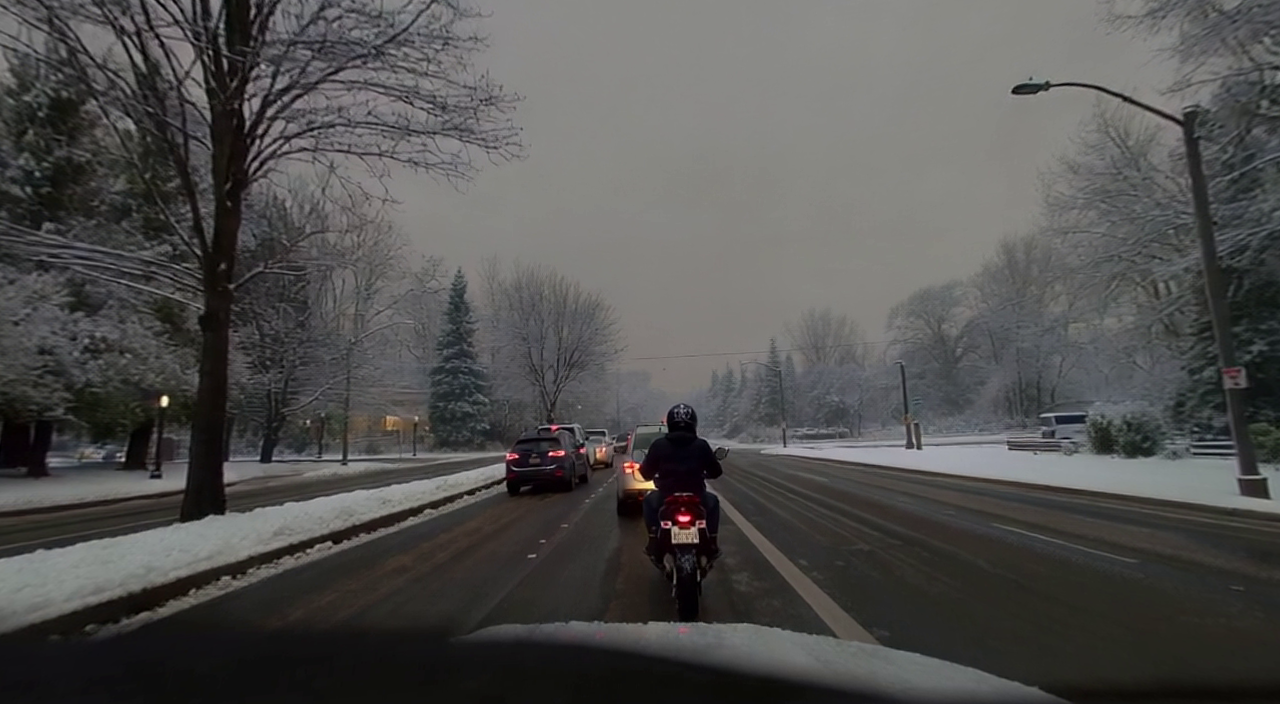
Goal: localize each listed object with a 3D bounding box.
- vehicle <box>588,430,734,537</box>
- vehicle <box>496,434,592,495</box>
[{"bbox_3d":[0.370,2.151,11.061,2.009,1.450,4.608,-1,-8,2],"label":"vehicle"},{"bbox_3d":[-2.535,3.082,17.628,1.979,1.499,3.840,-1,-8,2],"label":"vehicle"}]
